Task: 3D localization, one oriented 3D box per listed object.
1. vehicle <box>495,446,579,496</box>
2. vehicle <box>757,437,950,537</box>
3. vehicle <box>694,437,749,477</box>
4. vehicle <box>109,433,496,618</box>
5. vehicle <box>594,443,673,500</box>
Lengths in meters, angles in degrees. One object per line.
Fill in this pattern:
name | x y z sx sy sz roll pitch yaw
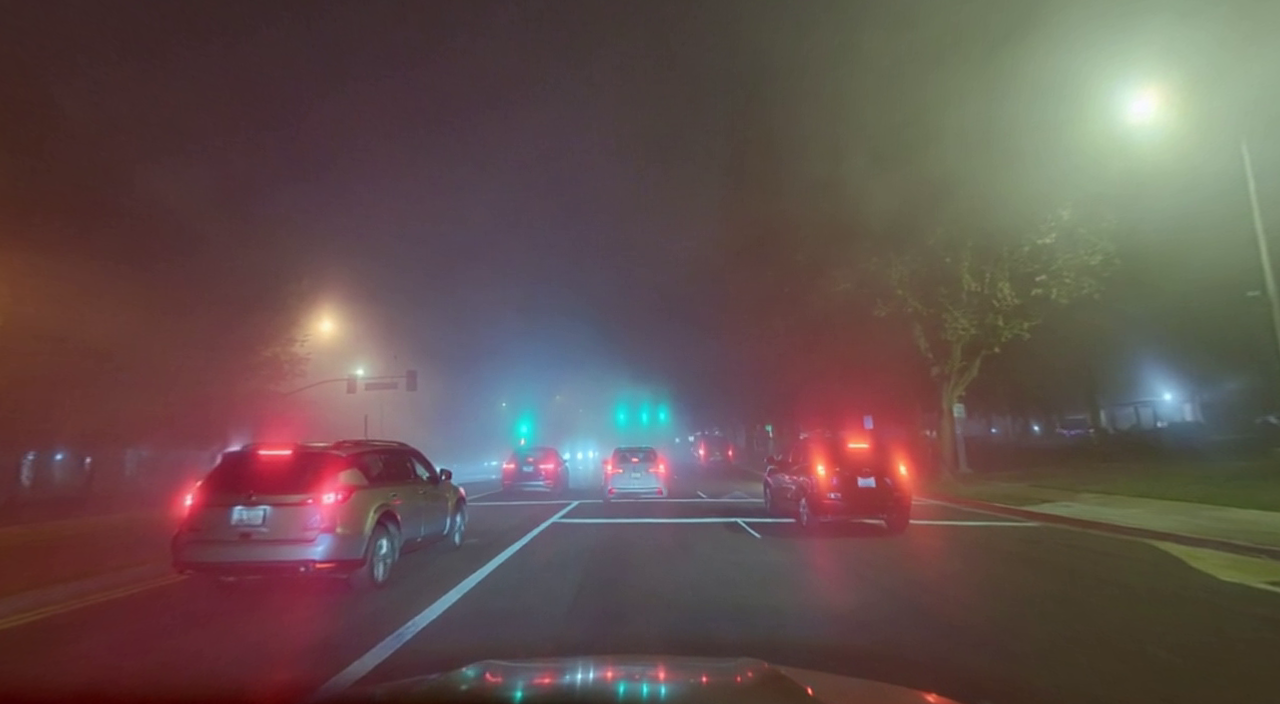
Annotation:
vehicle | -3.315 3.909 21.120 2.002 1.465 4.098 -1 -8 2
vehicle | 3.681 2.392 11.882 1.990 1.486 4.431 0 -8 -1
vehicle | 4.248 5.576 33.774 2.142 1.957 5.443 0 -8 0
vehicle | -3.275 1.749 7.398 2.038 1.481 4.379 -1 -8 1
vehicle | -0.201 3.486 18.778 2.101 1.480 3.929 0 -8 -1
